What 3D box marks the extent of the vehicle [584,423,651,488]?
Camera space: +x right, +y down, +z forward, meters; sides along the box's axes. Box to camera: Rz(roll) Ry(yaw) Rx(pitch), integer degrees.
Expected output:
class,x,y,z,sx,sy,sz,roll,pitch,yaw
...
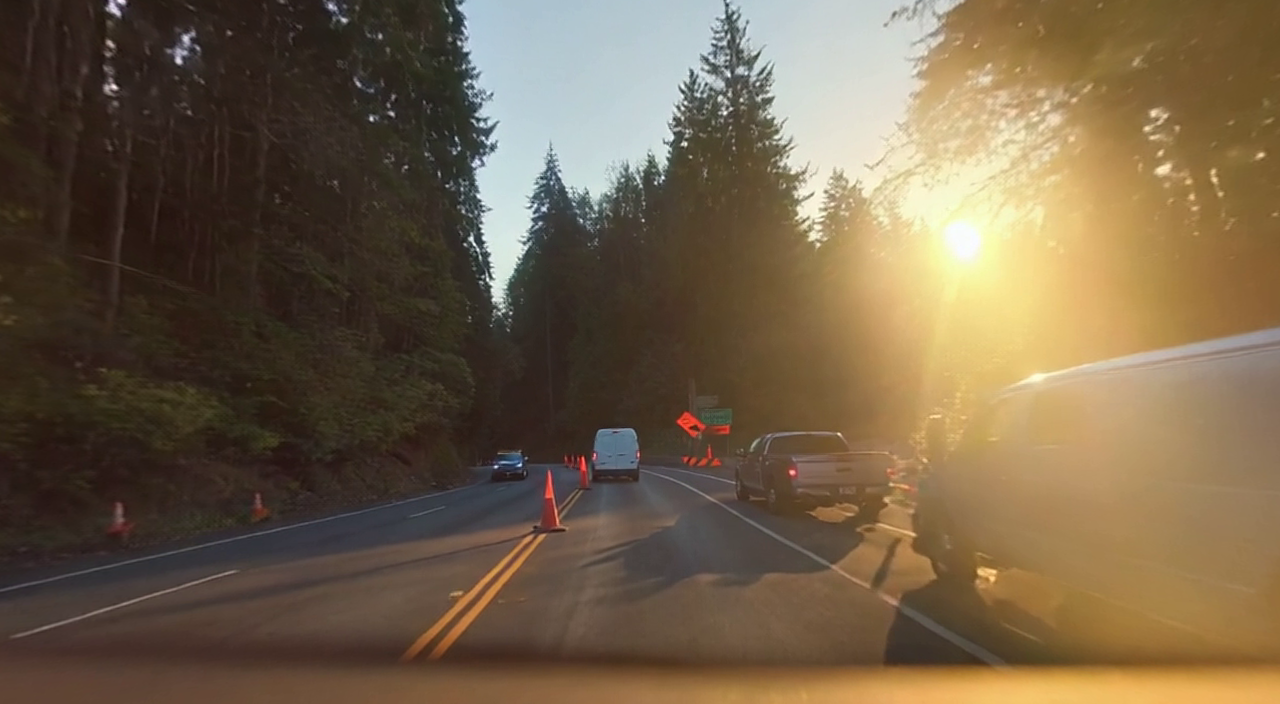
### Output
class,x,y,z,sx,sy,sz,roll,pitch,yaw
vehicle,-0.972,3.985,24.582,2.362,2.247,4.892,1,-9,-4

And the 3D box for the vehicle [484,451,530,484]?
class,x,y,z,sx,sy,sz,roll,pitch,yaw
vehicle,-7.368,6.400,35.356,1.992,1.712,4.504,1,-9,-6

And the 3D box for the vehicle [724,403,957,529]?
class,x,y,z,sx,sy,sz,roll,pitch,yaw
vehicle,3.581,2.285,13.303,2.415,1.932,6.910,0,-9,-2

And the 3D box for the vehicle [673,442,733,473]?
class,x,y,z,sx,sy,sz,roll,pitch,yaw
vehicle,3.007,5.170,30.935,2.277,1.299,3.889,-2,-9,-3

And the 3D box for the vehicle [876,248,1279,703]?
class,x,y,z,sx,sy,sz,roll,pitch,yaw
vehicle,4.203,0.822,4.215,2.613,2.153,6.713,0,-9,0
